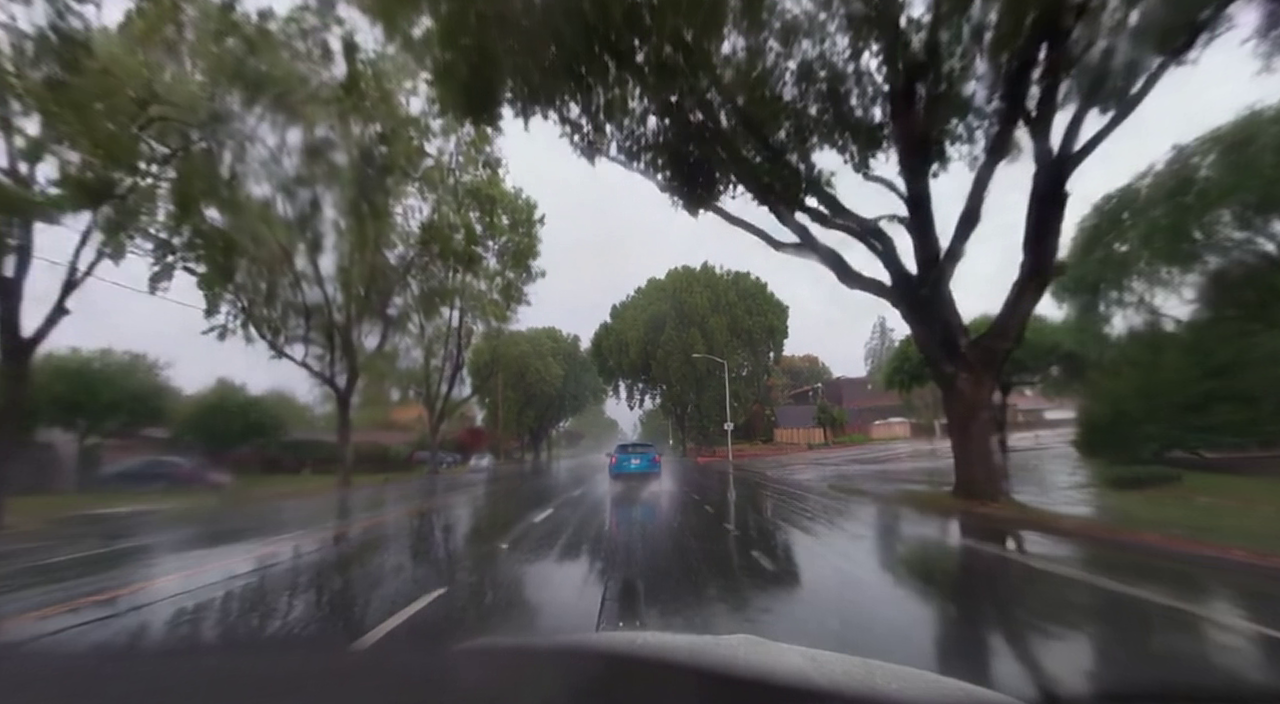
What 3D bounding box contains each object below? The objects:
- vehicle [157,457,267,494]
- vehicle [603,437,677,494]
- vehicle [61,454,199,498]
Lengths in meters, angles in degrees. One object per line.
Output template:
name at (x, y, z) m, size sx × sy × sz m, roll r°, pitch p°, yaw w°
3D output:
vehicle at (-21.798, 6.297, 32.305) m, size 4.241 × 1.500 × 1.956 m, roll -4°, pitch -9°, yaw 0°
vehicle at (-0.026, 3.627, 20.628) m, size 2.181 × 1.639 × 4.127 m, roll 0°, pitch -9°, yaw -1°
vehicle at (-23.786, 5.755, 29.598) m, size 4.866 × 1.614 × 1.911 m, roll -4°, pitch -8°, yaw 0°
